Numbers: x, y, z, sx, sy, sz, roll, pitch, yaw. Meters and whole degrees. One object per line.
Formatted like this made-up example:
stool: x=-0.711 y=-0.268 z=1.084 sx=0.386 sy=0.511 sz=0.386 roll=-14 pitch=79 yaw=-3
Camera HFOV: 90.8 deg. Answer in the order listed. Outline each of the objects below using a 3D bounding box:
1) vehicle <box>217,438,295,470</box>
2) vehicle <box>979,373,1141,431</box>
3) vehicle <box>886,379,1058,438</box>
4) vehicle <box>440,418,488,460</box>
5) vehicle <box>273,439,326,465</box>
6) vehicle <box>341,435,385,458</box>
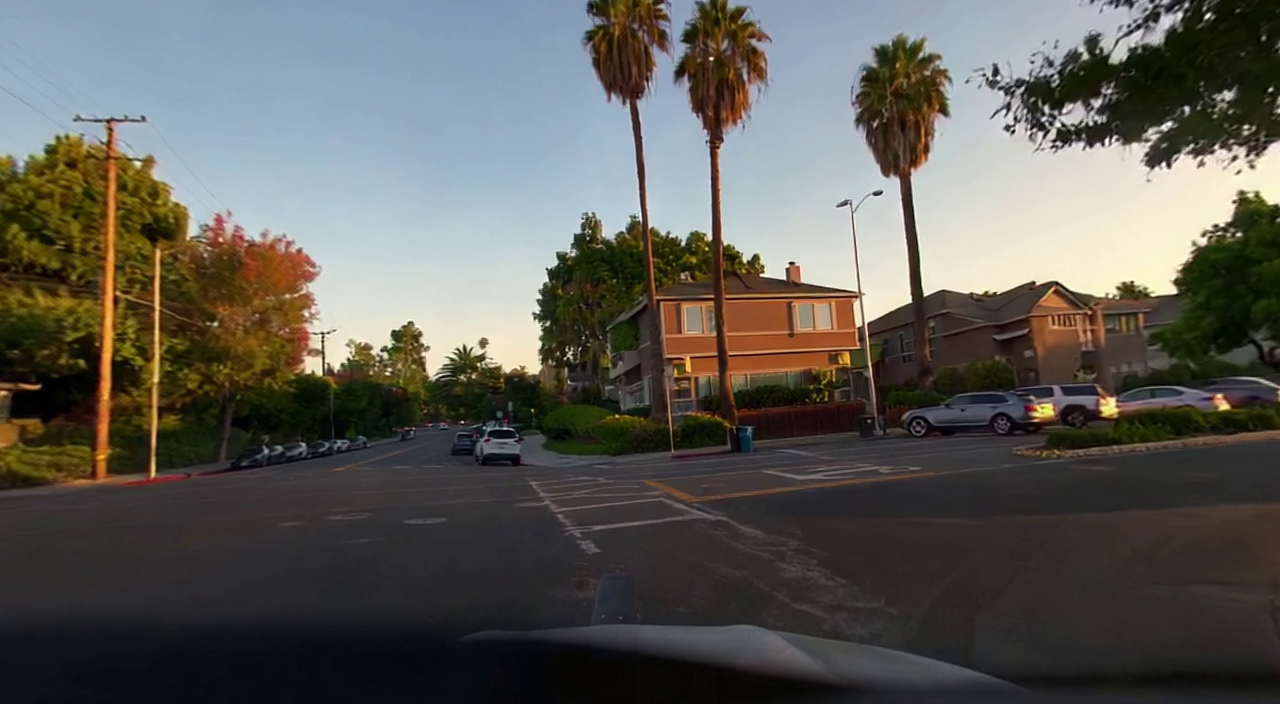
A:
vehicle: x=-19.650 y=5.229 z=32.578 sx=2.118 sy=1.526 sz=4.727 roll=2 pitch=-9 yaw=-15
vehicle: x=14.916 y=1.893 z=22.688 sx=1.995 sy=1.772 sz=4.273 roll=5 pitch=-10 yaw=-30
vehicle: x=11.389 y=2.097 z=22.103 sx=1.998 sy=1.752 sz=4.866 roll=5 pitch=-10 yaw=-32
vehicle: x=-9.122 y=4.530 z=32.784 sx=2.154 sy=2.035 sz=4.261 roll=2 pitch=-9 yaw=-16
vehicle: x=-21.243 y=6.231 z=39.538 sx=1.795 sy=1.463 sz=4.382 roll=2 pitch=-9 yaw=-14
vehicle: x=-19.279 y=6.585 z=44.155 sx=2.071 sy=1.538 sz=4.428 roll=2 pitch=-9 yaw=-14
